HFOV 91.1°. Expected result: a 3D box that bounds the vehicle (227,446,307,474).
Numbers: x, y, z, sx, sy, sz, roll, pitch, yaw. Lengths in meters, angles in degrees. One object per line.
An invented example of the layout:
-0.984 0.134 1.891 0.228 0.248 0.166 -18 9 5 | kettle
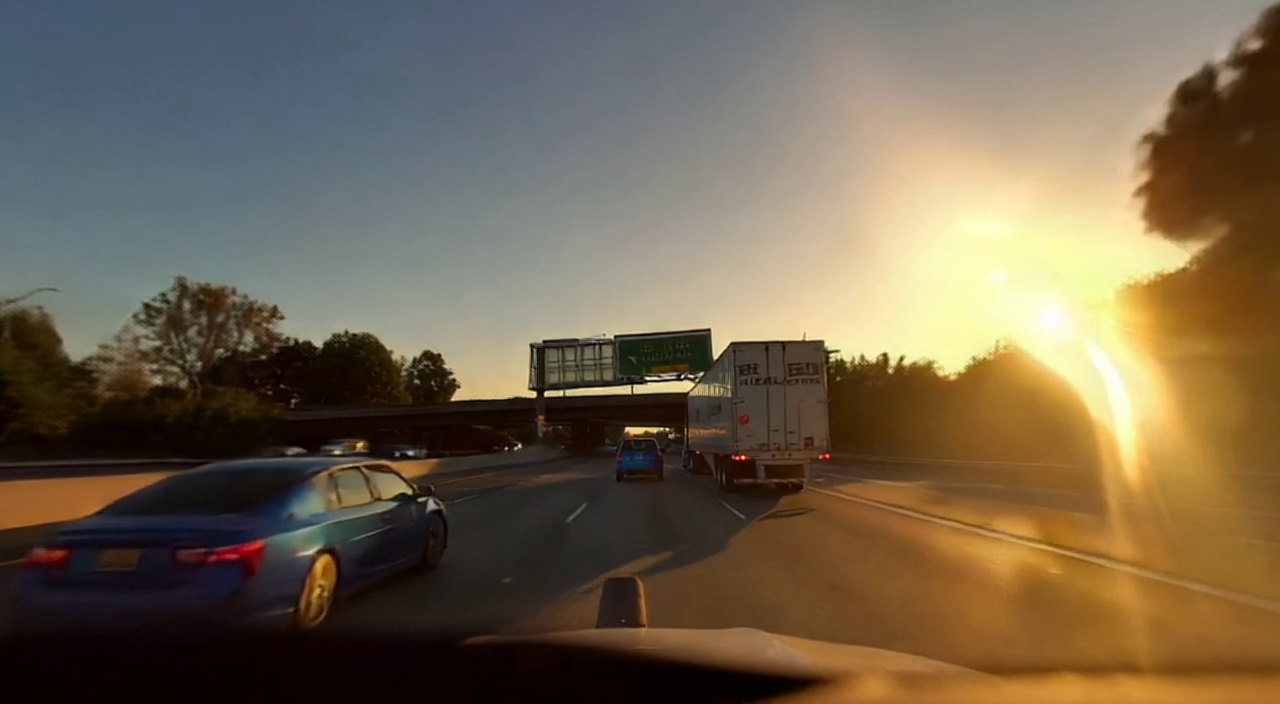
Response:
-21.699 6.256 36.741 1.887 1.530 4.472 0 -8 1 | vehicle

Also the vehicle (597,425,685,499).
0.024 2.878 16.811 2.054 1.706 4.201 0 -9 0 | vehicle

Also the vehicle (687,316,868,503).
3.581 2.399 21.766 2.909 4.135 15.820 0 -9 1 | vehicle
